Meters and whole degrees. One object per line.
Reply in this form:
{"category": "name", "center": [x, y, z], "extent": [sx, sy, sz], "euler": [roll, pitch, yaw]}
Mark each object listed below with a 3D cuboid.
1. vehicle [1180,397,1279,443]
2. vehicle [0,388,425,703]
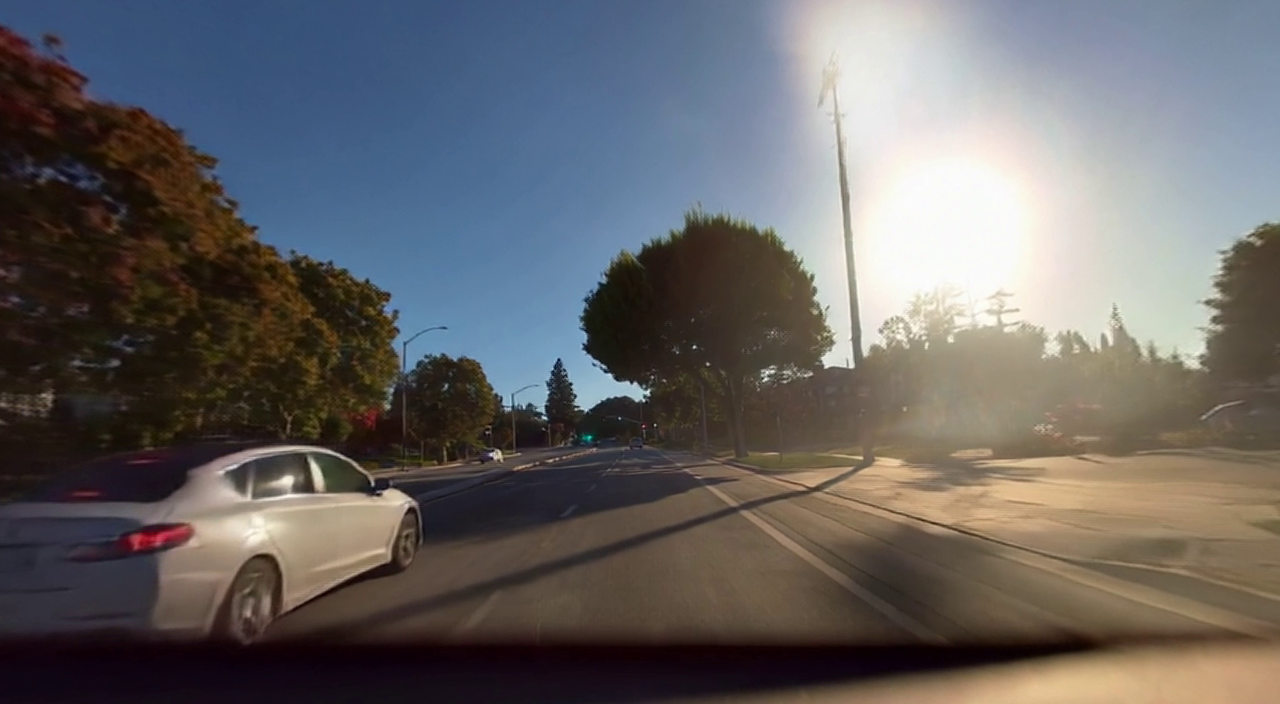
{"category": "vehicle", "center": [29.075, 3.358, 30.608], "extent": [2.019, 1.960, 4.772], "euler": [-1, -9, 8]}
{"category": "vehicle", "center": [-3.151, 1.165, 4.026], "extent": [2.113, 1.493, 4.222], "euler": [0, -8, -1]}
